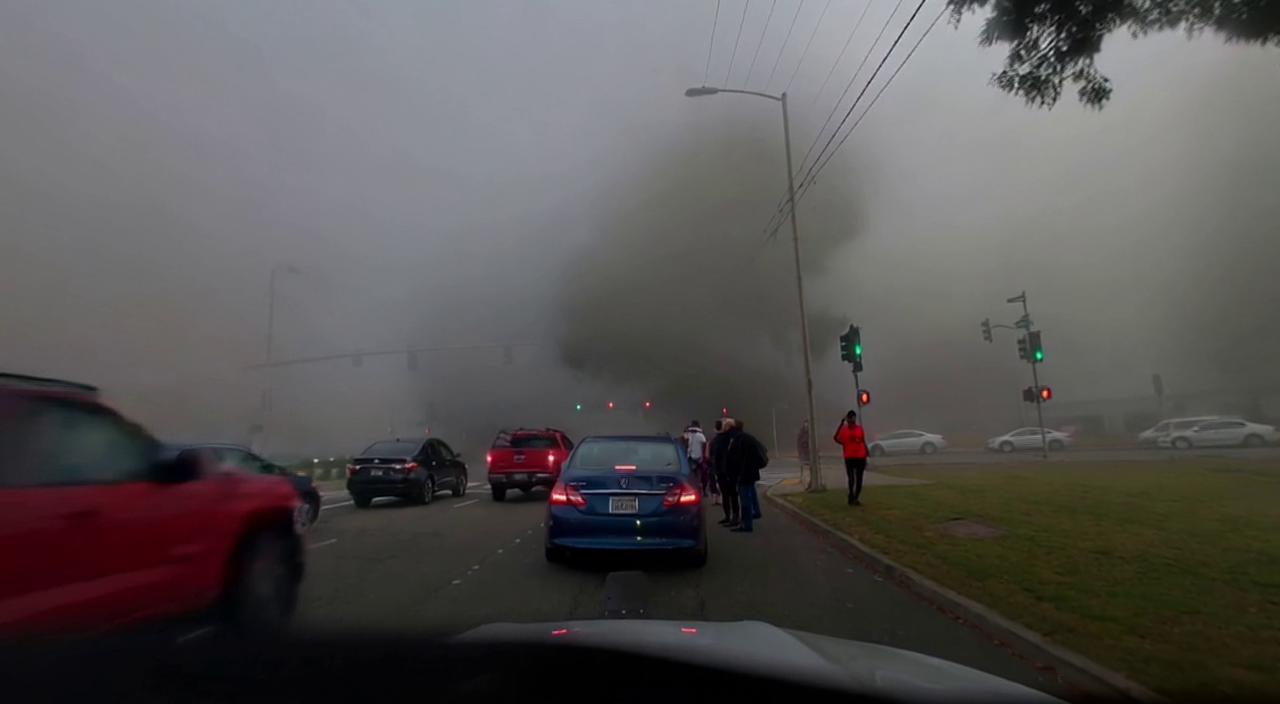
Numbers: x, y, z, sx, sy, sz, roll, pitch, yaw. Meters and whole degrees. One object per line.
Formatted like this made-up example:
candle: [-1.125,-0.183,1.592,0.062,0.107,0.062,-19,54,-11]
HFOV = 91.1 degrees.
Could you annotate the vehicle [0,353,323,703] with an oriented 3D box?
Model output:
vehicle: [-3.499,0.840,2.416,2.040,1.660,4.609,0,-9,2]

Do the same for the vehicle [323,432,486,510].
vehicle: [-6.168,3.174,17.342,2.230,1.811,5.183,-1,-9,3]

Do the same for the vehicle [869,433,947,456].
vehicle: [17.529,6.087,41.159,4.441,1.452,1.798,-5,-10,30]

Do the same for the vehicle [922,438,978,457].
vehicle: [24.591,7.577,49.820,3.662,1.442,1.787,-6,-10,33]

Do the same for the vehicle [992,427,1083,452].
vehicle: [23.806,5.298,37.753,4.454,1.440,1.816,-5,-10,30]

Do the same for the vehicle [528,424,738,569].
vehicle: [-0.049,1.821,8.683,2.182,1.501,4.150,0,-9,1]

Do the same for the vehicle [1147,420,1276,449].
vehicle: [30.549,4.466,33.796,4.739,1.472,1.804,-5,-10,29]

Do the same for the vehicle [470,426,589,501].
vehicle: [-2.935,3.134,18.009,2.223,1.826,4.990,-1,-9,3]
